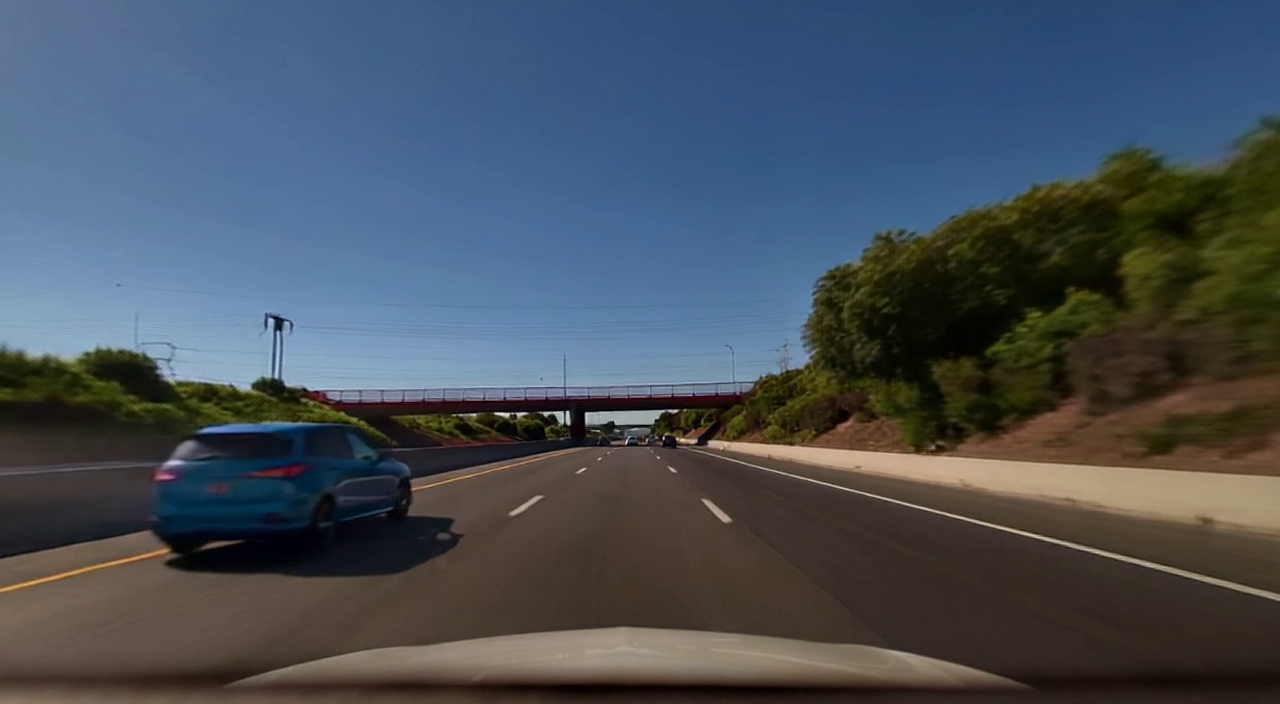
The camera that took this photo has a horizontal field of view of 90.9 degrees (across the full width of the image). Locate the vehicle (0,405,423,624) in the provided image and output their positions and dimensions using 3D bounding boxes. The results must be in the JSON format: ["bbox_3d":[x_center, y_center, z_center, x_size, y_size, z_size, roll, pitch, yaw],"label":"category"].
[{"bbox_3d":[-4.128,1.458,6.753,2.074,1.535,4.437,0,-8,-1],"label":"vehicle"}]
